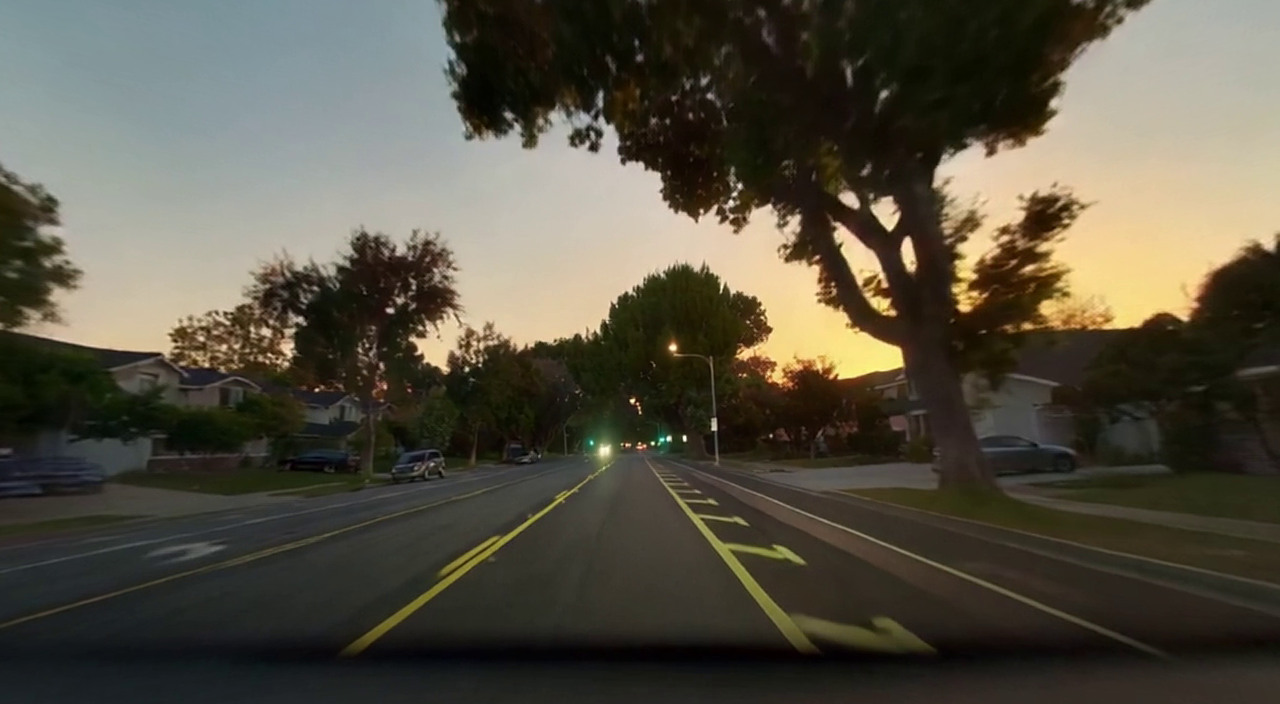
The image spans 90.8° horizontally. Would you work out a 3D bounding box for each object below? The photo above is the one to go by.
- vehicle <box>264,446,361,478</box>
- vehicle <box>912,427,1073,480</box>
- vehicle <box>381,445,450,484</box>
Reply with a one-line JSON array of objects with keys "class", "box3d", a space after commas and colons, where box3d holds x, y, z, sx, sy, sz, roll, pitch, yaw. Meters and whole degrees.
[{"class": "vehicle", "box3d": [-19.579, 6.580, 37.950, 4.668, 1.824, 1.999, 0, -9, -1]}, {"class": "vehicle", "box3d": [12.020, 3.490, 21.813, 4.194, 1.680, 2.150, -1, -8, 1]}, {"class": "vehicle", "box3d": [-11.975, 6.041, 34.066, 2.062, 1.821, 4.880, -3, -10, -1]}]
